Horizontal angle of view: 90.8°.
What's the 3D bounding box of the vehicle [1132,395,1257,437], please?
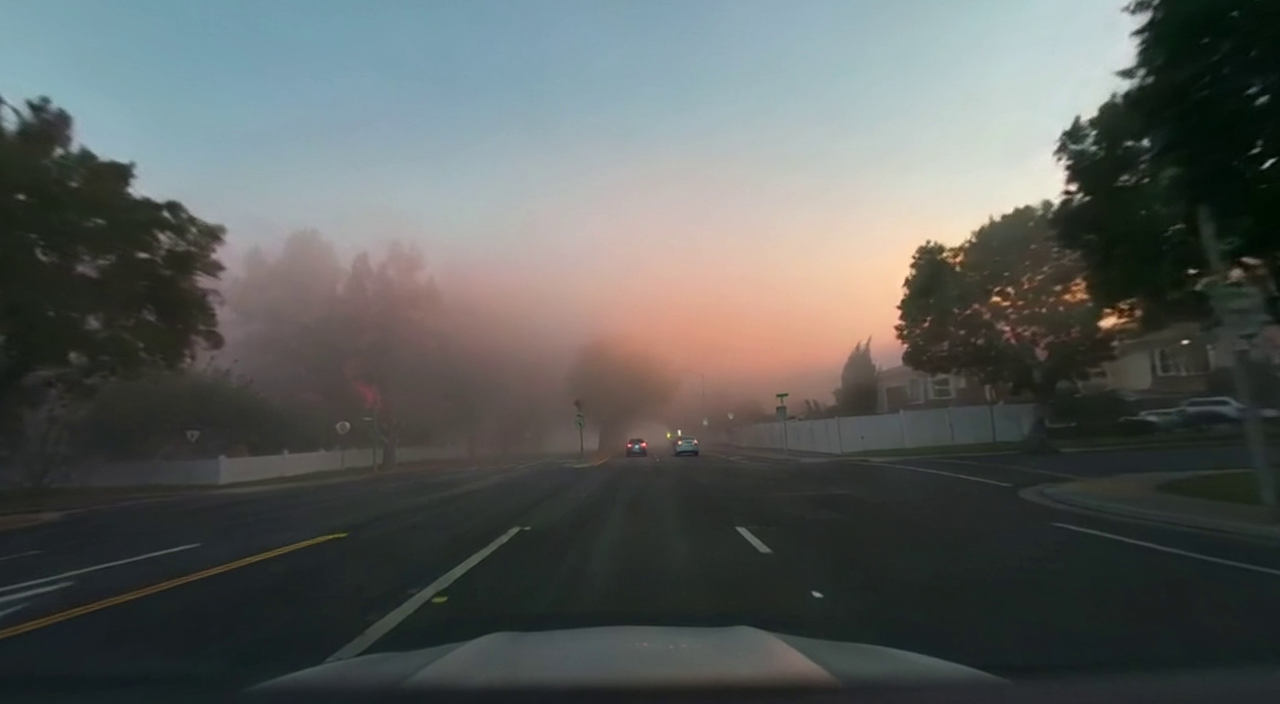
[{"bbox_3d":[31.094,3.509,35.714,2.072,2.012,5.323,-5,-4,-1],"label":"vehicle"}]
